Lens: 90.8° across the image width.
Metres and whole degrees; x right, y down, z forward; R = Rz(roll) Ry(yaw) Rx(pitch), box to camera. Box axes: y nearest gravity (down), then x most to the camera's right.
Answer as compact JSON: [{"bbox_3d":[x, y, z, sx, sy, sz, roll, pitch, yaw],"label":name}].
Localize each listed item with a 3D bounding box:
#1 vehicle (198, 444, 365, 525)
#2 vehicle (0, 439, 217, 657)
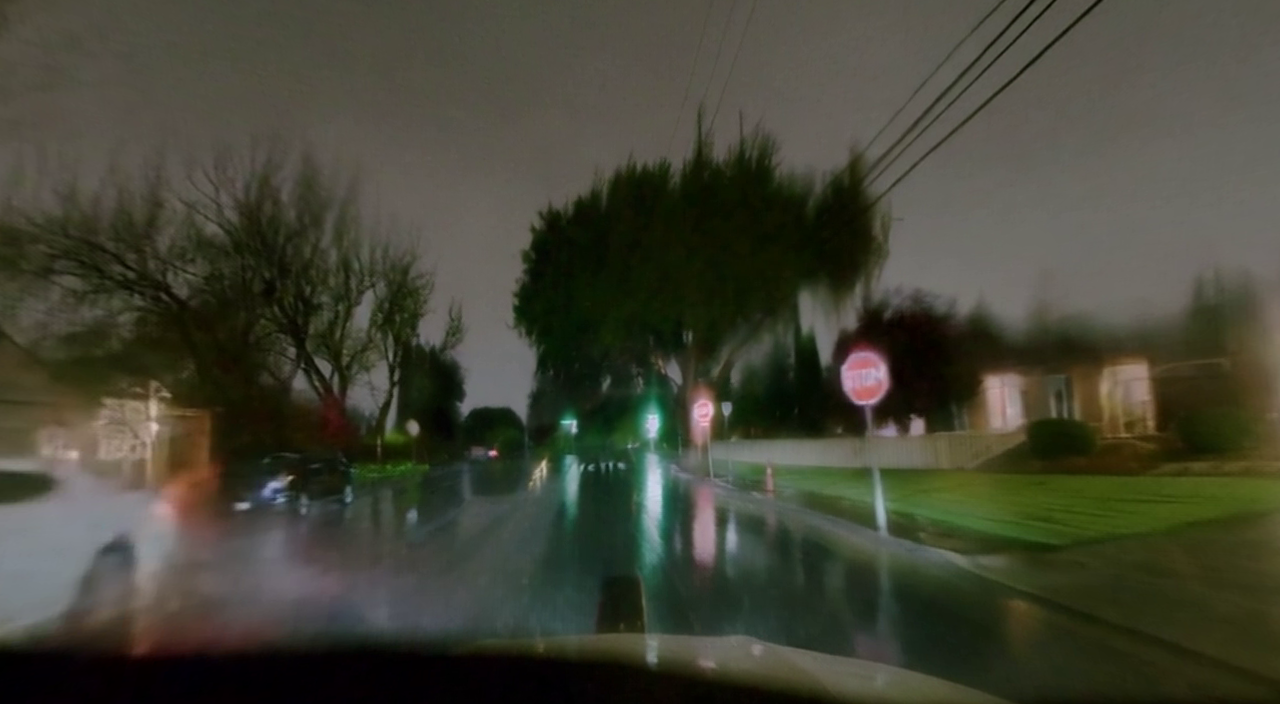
[{"bbox_3d":[-8.496,3.104,15.521,1.994,1.656,4.334,1,-8,-7],"label":"vehicle"},{"bbox_3d":[-5.556,1.332,4.122,2.146,1.506,4.885,0,-8,1],"label":"vehicle"}]
